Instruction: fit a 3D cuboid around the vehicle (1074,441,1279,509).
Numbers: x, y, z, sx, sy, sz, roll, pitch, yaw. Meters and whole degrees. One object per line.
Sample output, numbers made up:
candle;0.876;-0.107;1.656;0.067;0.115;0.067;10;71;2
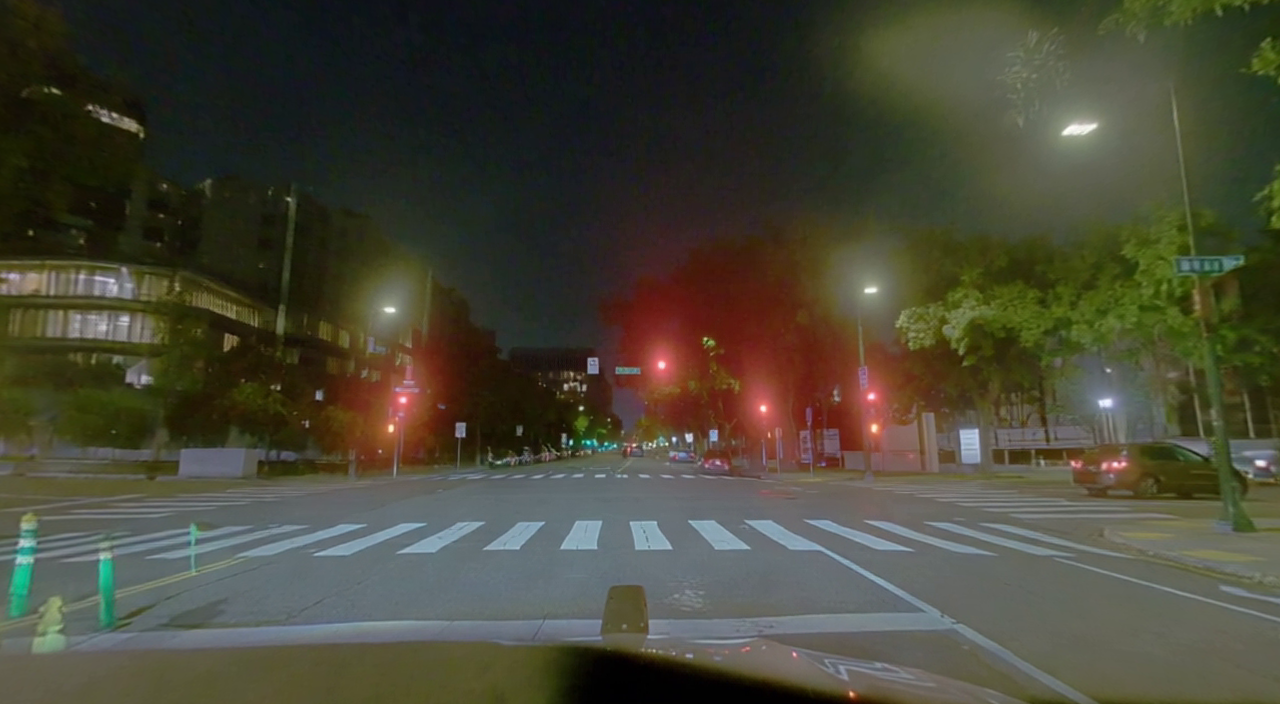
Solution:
vehicle;12.975;2.800;14.574;4.424;1.436;1.804;-1;-9;5
